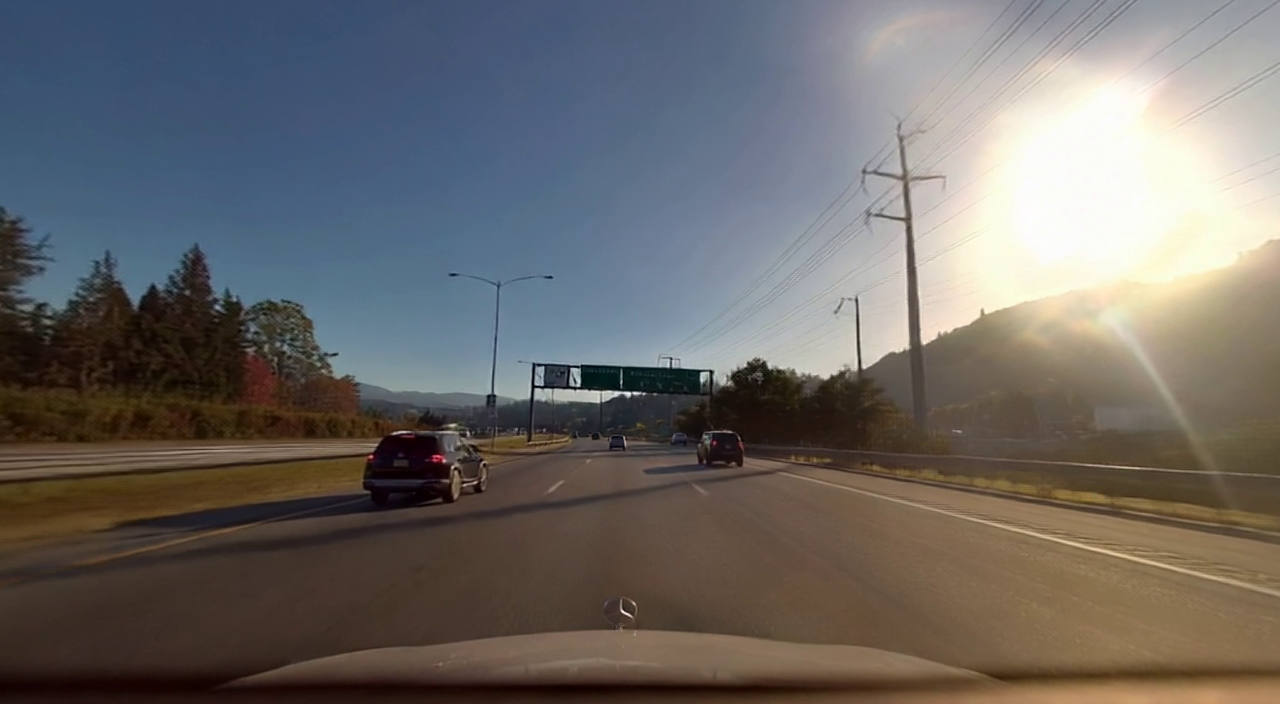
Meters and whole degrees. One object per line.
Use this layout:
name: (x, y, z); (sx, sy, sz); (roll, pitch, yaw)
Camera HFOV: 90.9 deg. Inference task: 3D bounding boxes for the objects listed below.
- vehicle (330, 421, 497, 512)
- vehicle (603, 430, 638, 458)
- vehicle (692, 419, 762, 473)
vehicle: (-4.521, 2.319, 13.375); (2.100, 1.590, 4.077); (0, -7, -1)
vehicle: (-1.317, 5.970, 41.028); (2.159, 1.690, 3.720); (0, -8, -3)
vehicle: (3.240, 3.575, 24.128); (1.976, 1.905, 3.263); (0, -8, -4)
